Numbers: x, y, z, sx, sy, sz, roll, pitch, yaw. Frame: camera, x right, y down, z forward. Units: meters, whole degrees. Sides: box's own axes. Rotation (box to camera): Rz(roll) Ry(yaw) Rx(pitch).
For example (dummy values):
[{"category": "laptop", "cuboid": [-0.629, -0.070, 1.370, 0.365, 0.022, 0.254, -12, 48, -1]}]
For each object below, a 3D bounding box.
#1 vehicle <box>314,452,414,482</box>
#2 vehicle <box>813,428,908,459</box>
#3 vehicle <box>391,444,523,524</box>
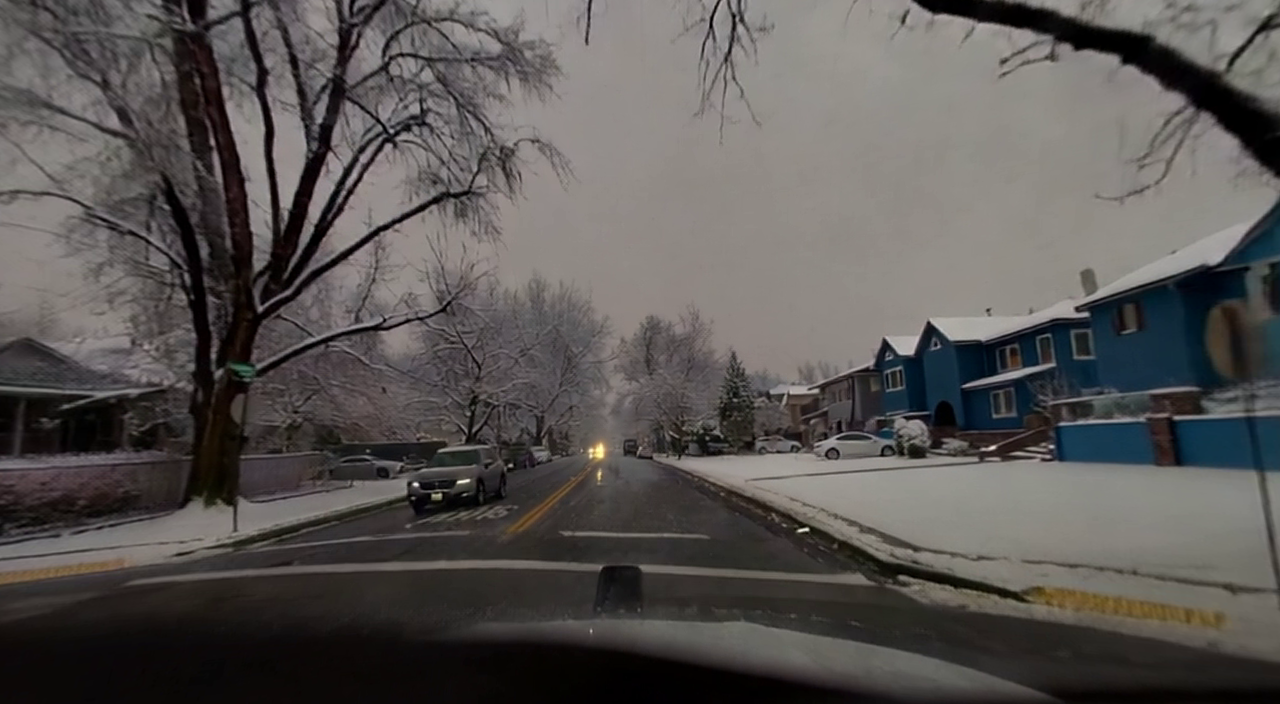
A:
[{"category": "vehicle", "cuboid": [-14.707, 6.116, 33.734, 4.487, 1.464, 1.889, -1, -9, 10]}, {"category": "vehicle", "cuboid": [11.661, 4.861, 33.675, 4.389, 1.480, 2.038, -2, -7, 8]}, {"category": "vehicle", "cuboid": [-4.338, 3.175, 15.805, 1.973, 1.683, 4.400, 0, -9, 0]}]
